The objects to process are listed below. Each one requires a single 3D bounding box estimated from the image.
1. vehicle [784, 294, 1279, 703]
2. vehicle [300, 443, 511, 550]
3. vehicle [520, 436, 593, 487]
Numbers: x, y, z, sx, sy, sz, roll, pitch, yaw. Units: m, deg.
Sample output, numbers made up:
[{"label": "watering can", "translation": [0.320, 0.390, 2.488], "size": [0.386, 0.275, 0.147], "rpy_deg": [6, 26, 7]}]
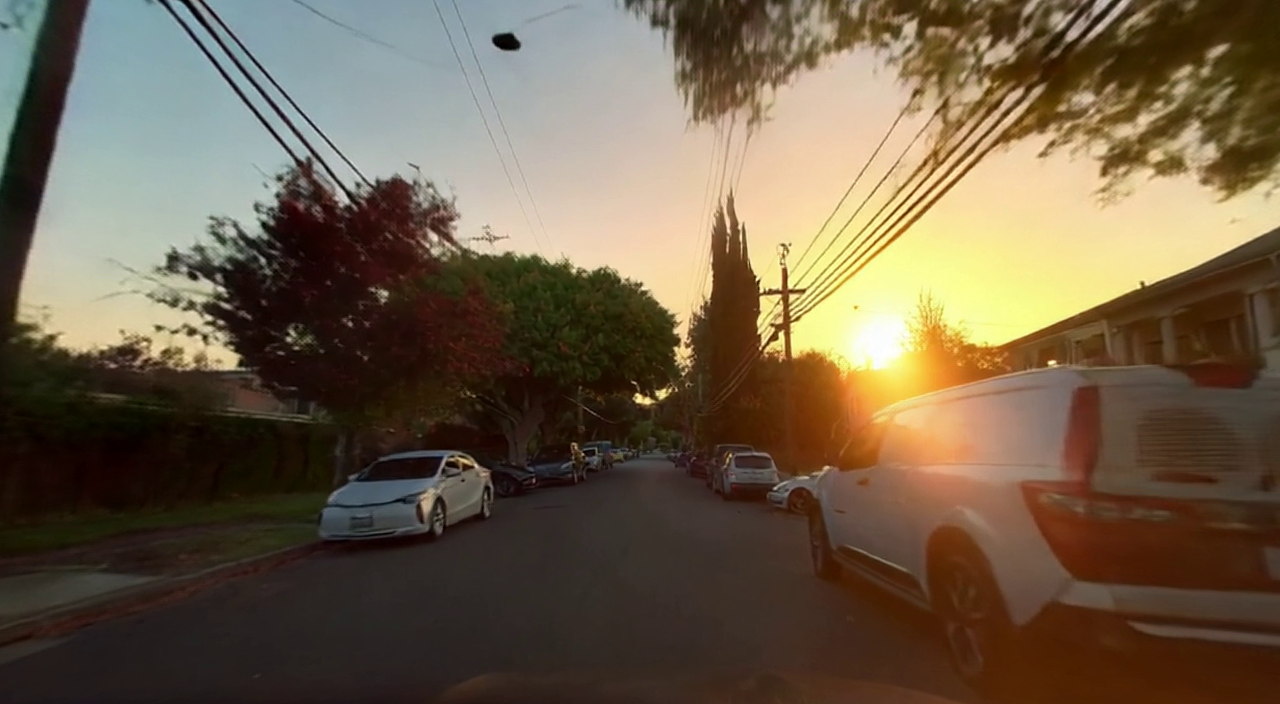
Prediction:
[{"label": "vehicle", "translation": [2.833, 1.140, 4.923], "size": [2.295, 2.019, 5.212], "rpy_deg": [0, -8, 1]}, {"label": "vehicle", "translation": [-3.952, 2.475, 11.701], "size": [1.988, 1.541, 4.686], "rpy_deg": [0, -8, 2]}, {"label": "vehicle", "translation": [-3.432, 4.608, 27.068], "size": [2.280, 1.953, 5.092], "rpy_deg": [0, -8, 1]}]
